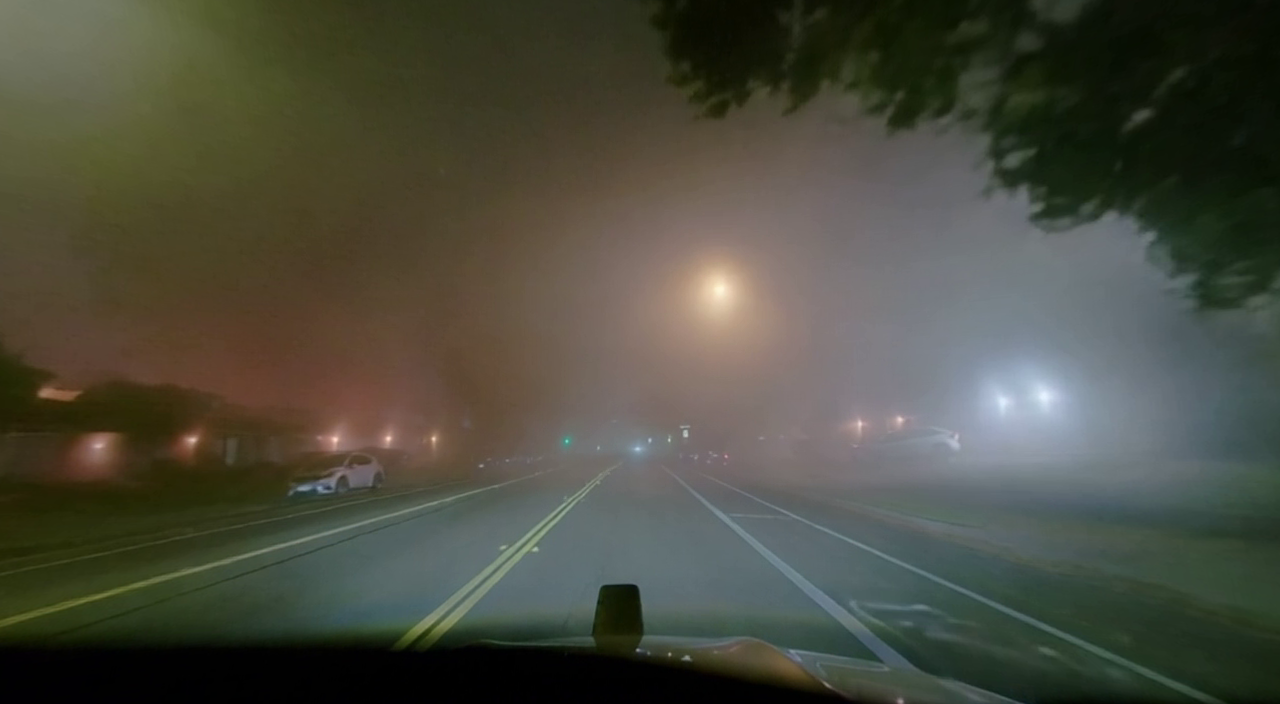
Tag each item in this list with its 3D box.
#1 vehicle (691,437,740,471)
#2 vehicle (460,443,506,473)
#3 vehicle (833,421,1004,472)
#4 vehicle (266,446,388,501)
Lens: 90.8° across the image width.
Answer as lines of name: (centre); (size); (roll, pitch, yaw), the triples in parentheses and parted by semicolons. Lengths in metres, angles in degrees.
vehicle: (4.430, 6.115, 37.944); (2.215, 1.886, 4.577); (1, -8, -2)
vehicle: (-10.881, 7.428, 44.238); (2.117, 1.865, 4.570); (-2, -10, -1)
vehicle: (12.463, 4.274, 28.679); (6.619, 1.884, 2.225); (-3, -9, 0)
vehicle: (-10.896, 4.270, 22.447); (2.082, 1.661, 4.403); (-2, -10, 0)
